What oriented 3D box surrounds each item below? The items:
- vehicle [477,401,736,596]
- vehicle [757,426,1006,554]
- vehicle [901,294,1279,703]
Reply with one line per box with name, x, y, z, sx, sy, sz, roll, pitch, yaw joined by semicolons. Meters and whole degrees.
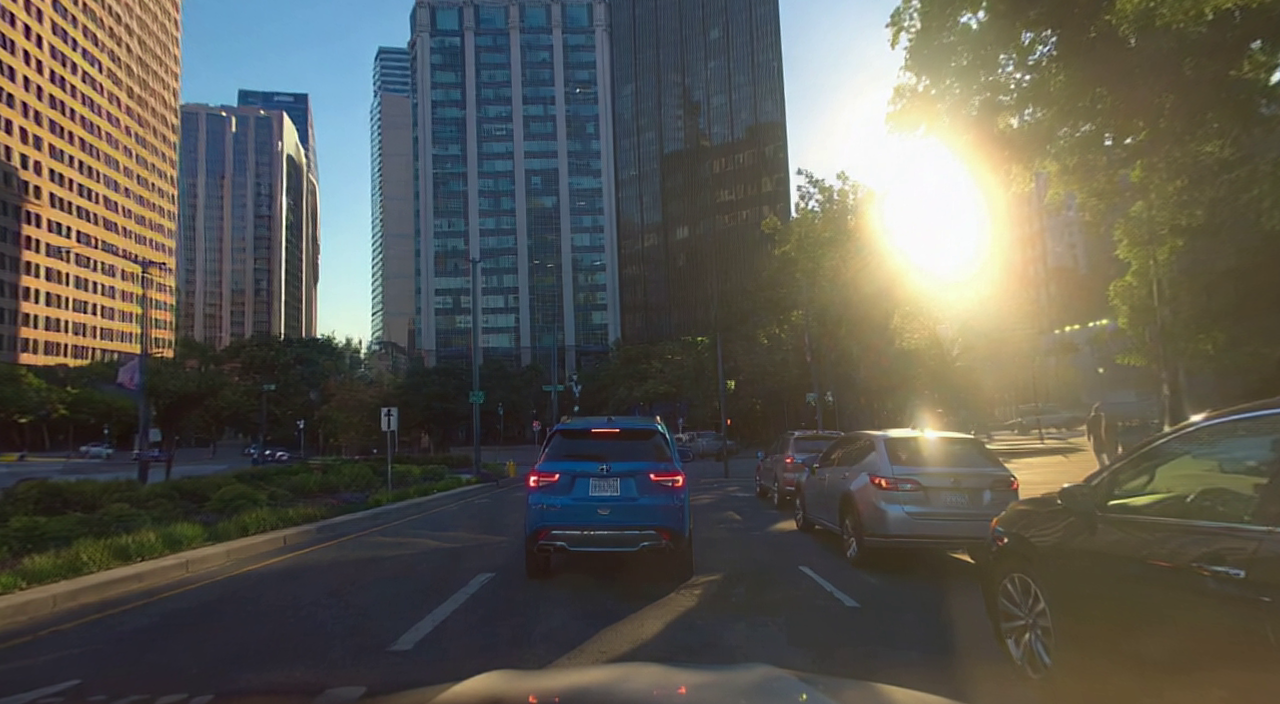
vehicle;-0.343;1.583;7.626;2.249;1.684;4.084;0;-9;-2
vehicle;3.287;1.978;9.823;1.941;1.482;4.632;0;-9;-2
vehicle;2.999;0.753;2.241;2.063;1.760;4.664;0;-9;-1
